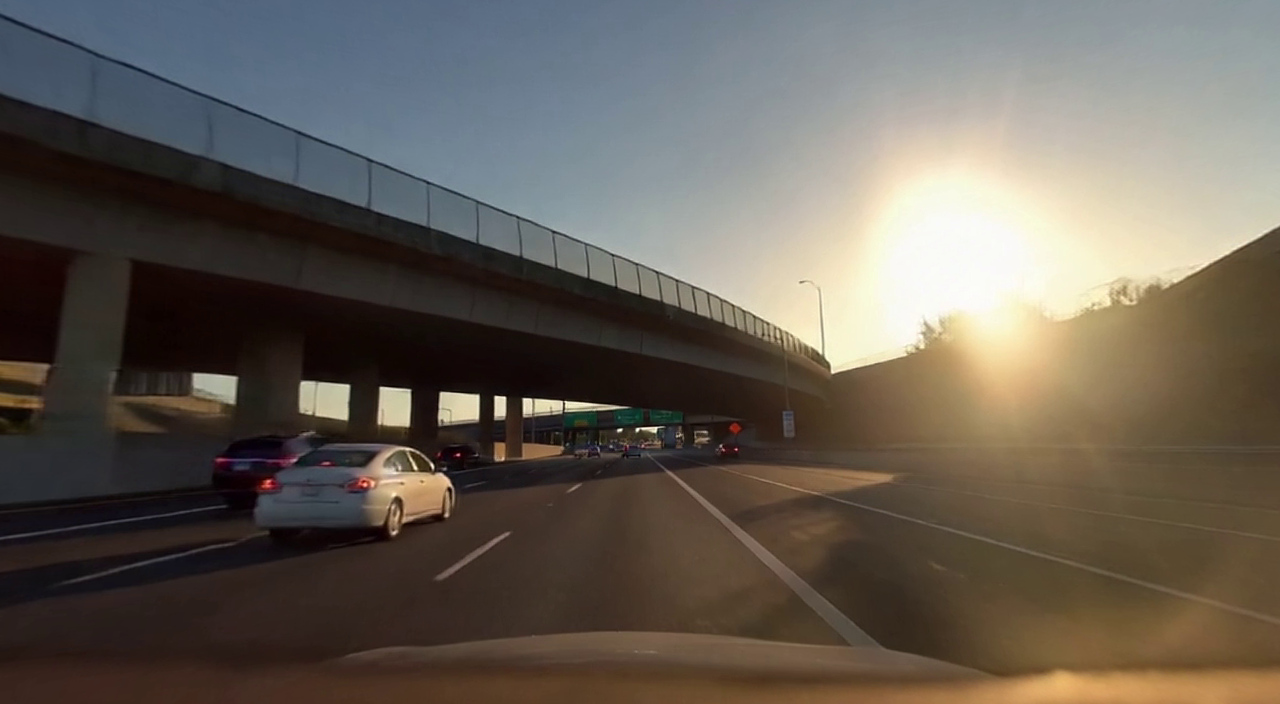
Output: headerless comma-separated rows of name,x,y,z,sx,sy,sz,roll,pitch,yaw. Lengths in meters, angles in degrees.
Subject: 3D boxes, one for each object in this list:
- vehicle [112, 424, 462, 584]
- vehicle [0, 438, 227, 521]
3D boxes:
vehicle,-4.049,1.799,8.400,2.051,1.516,4.493,0,-8,0
vehicle,-11.576,2.662,13.842,1.928,1.472,4.646,0,-8,0
